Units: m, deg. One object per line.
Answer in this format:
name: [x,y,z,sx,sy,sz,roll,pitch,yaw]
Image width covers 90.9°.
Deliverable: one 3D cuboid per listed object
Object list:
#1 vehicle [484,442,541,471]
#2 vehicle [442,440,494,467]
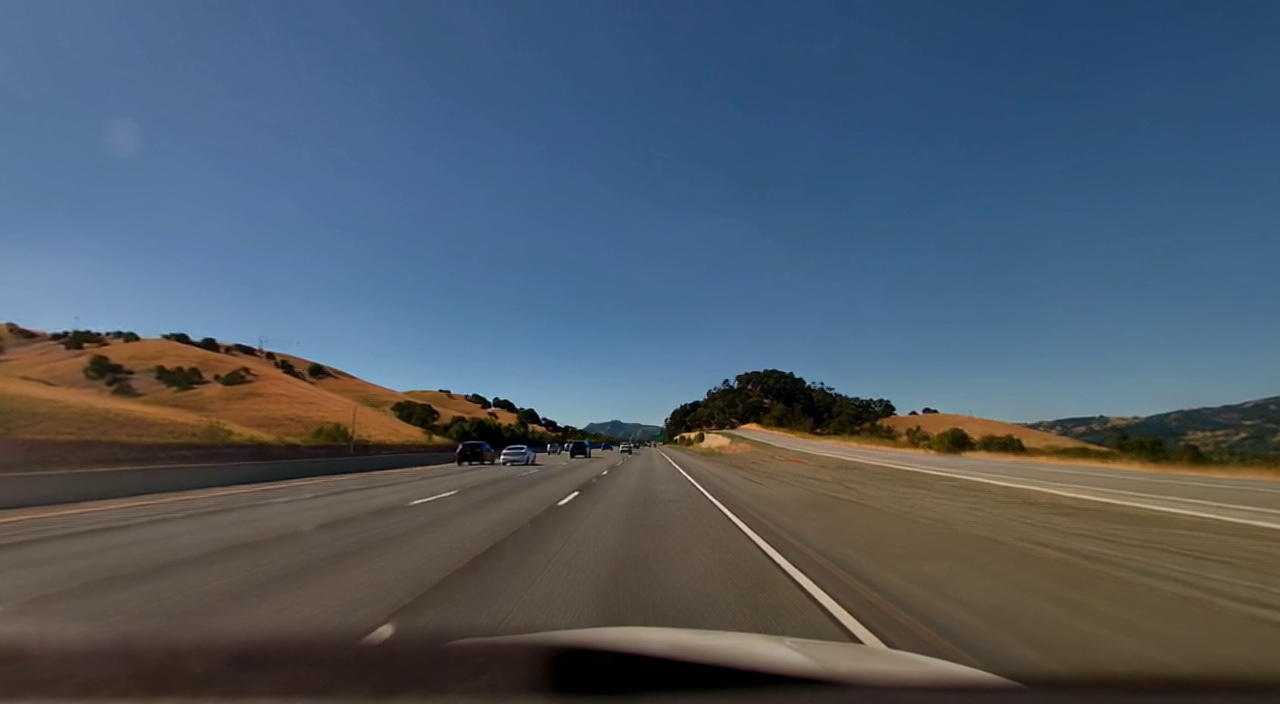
vehicle: [-6.874,5.705,34.587,2.107,1.484,4.449,-1,-9,2]
vehicle: [-11.155,6.614,41.277,2.020,1.645,4.629,-1,-9,2]
